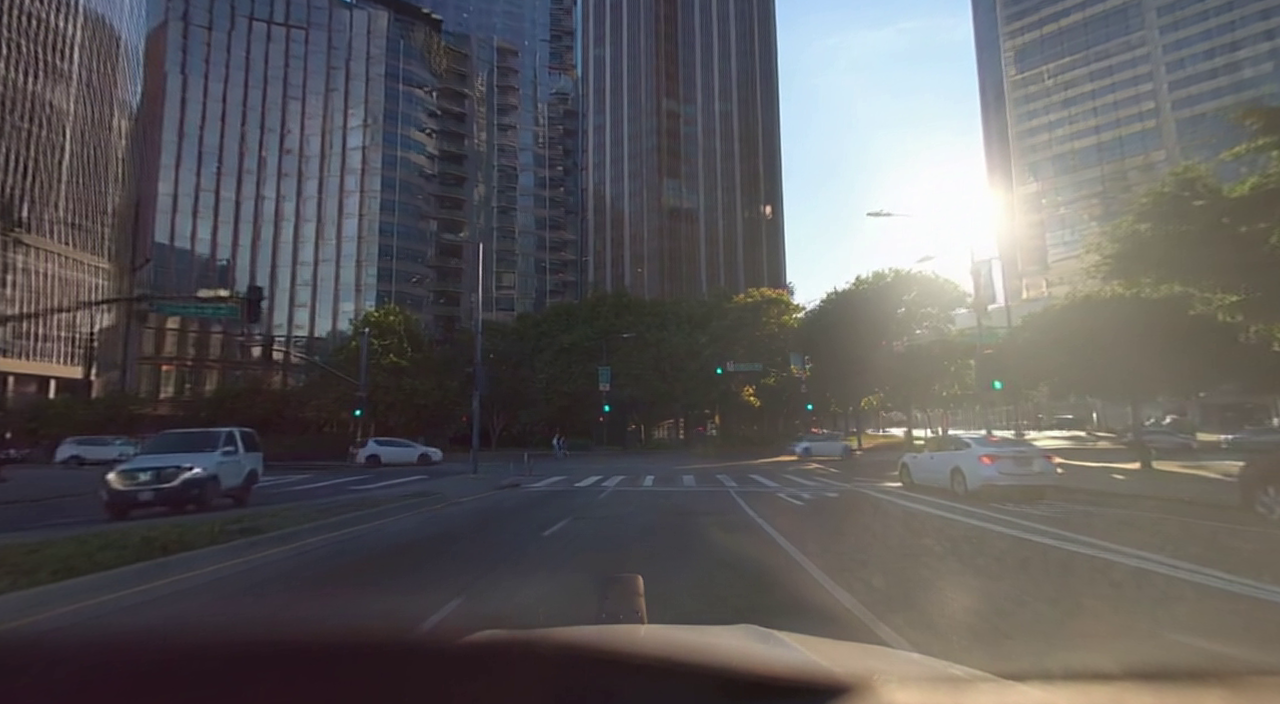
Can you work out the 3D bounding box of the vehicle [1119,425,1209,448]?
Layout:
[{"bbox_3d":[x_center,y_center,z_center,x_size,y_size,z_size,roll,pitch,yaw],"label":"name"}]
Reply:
[{"bbox_3d":[34.882,5.668,42.144,4.253,1.429,1.807,-1,-9,4],"label":"vehicle"}]

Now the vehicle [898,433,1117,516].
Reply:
[{"bbox_3d":[7.692,2.598,13.970,1.936,1.489,4.885,0,-9,1],"label":"vehicle"}]

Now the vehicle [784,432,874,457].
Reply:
[{"bbox_3d":[11.262,5.555,37.843,4.762,1.420,1.814,0,-9,-1],"label":"vehicle"}]

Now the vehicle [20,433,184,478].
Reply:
[{"bbox_3d":[-25.504,4.917,30.131,5.659,1.967,2.149,0,-9,-2],"label":"vehicle"}]

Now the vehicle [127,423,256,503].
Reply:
[{"bbox_3d":[-12.459,3.068,17.917,2.125,1.910,4.779,4,-9,-26],"label":"vehicle"}]

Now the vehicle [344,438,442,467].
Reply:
[{"bbox_3d":[-13.180,5.376,33.946,4.503,1.475,1.789,0,-9,-2],"label":"vehicle"}]
